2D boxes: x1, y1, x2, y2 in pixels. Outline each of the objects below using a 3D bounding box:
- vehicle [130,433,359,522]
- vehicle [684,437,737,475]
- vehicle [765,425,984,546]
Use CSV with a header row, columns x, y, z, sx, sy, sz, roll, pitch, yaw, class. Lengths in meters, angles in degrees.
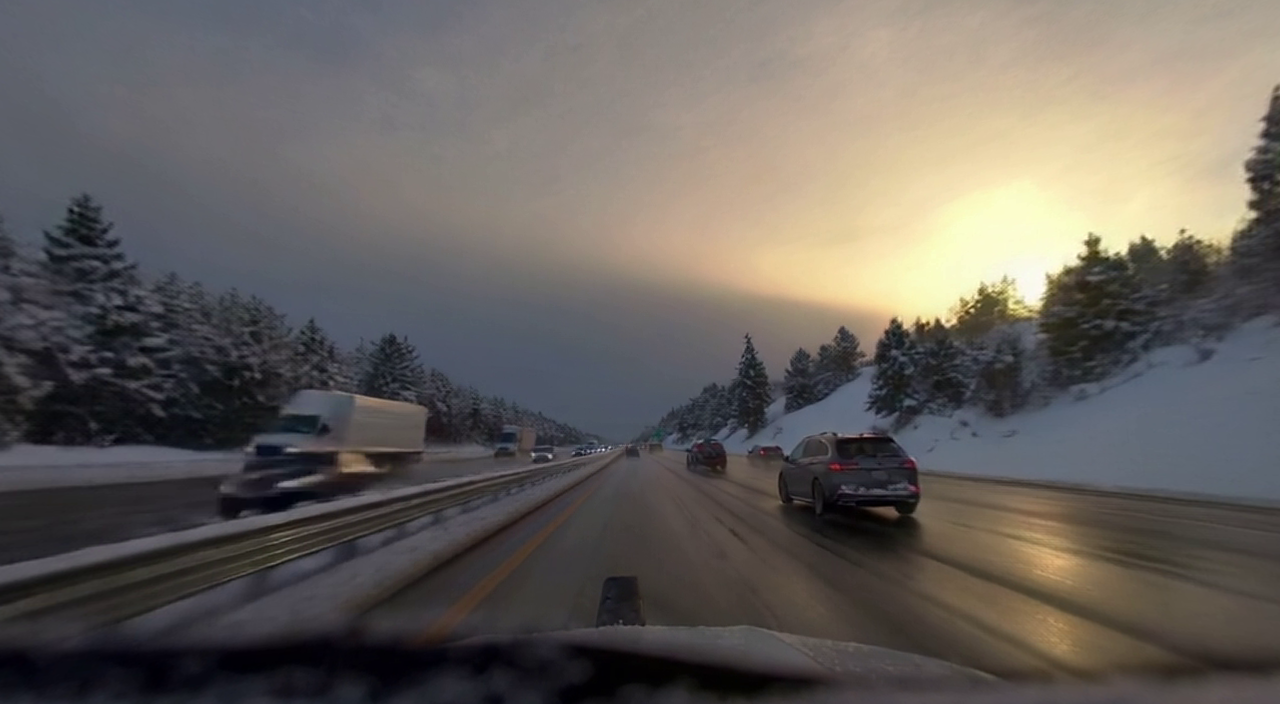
x,y,z,sx,sy,sz,roll,pitch,yaw,class
-7.654,2.453,12.846,1.900,1.485,4.239,0,-9,0,vehicle
3.481,5.284,32.150,2.070,1.751,4.576,0,-9,-1,vehicle
3.597,2.131,10.673,2.023,1.603,4.159,0,-9,-1,vehicle
